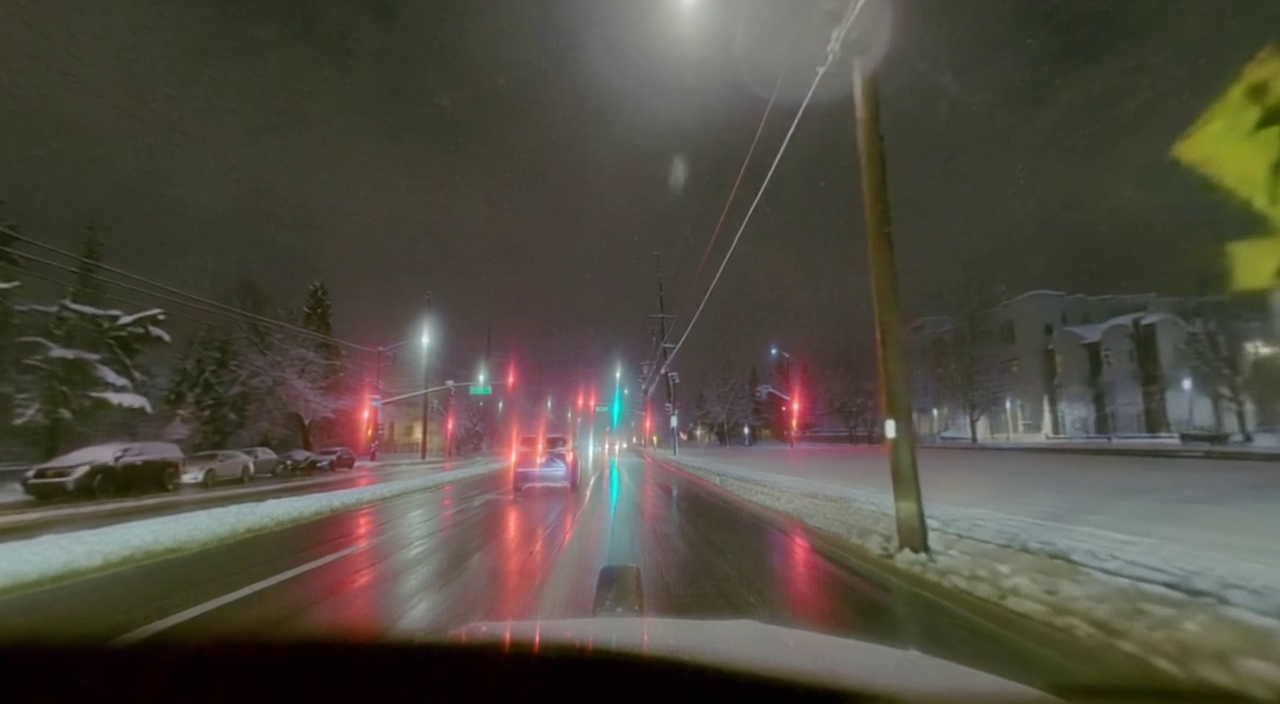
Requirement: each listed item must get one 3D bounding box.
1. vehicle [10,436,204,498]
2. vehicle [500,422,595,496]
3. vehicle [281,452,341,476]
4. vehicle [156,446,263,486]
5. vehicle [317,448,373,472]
[{"bbox_3d":[-20.980,4.528,25.458,2.369,2.159,6.388,0,-9,-2],"label":"vehicle"},{"bbox_3d":[-2.347,2.854,17.135,2.022,1.757,4.041,0,-9,-1],"label":"vehicle"},{"bbox_3d":[-21.639,7.384,41.799,1.790,1.415,4.450,0,-9,-3],"label":"vehicle"},{"bbox_3d":[-21.063,5.549,31.202,2.015,1.815,4.856,0,-9,-3],"label":"vehicle"},{"bbox_3d":[-21.689,7.905,46.595,1.989,1.689,4.388,0,-9,0],"label":"vehicle"}]
